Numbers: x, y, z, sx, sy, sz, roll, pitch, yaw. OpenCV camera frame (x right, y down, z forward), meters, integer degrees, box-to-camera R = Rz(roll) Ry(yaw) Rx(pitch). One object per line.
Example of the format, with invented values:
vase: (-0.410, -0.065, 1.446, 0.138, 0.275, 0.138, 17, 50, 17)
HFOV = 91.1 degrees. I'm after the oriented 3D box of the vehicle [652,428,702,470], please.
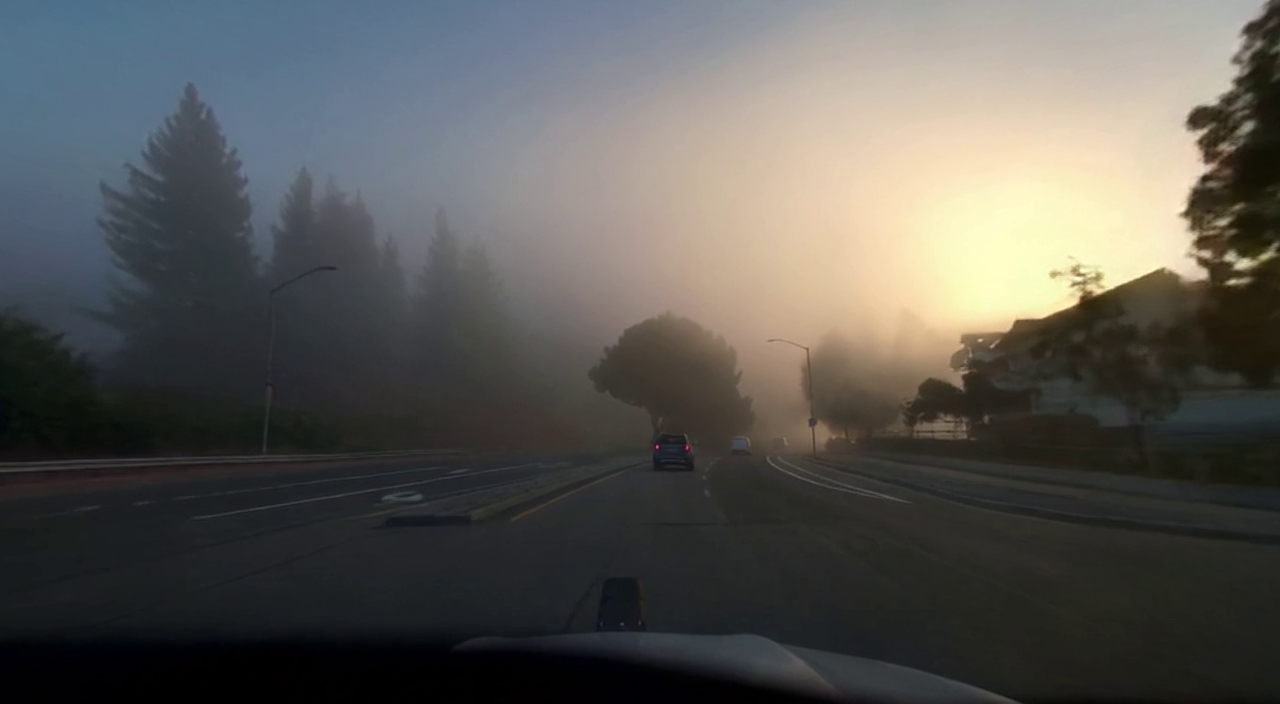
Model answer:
vehicle: (1.973, 4.931, 32.018, 2.072, 2.002, 4.391, -1, -8, 10)
